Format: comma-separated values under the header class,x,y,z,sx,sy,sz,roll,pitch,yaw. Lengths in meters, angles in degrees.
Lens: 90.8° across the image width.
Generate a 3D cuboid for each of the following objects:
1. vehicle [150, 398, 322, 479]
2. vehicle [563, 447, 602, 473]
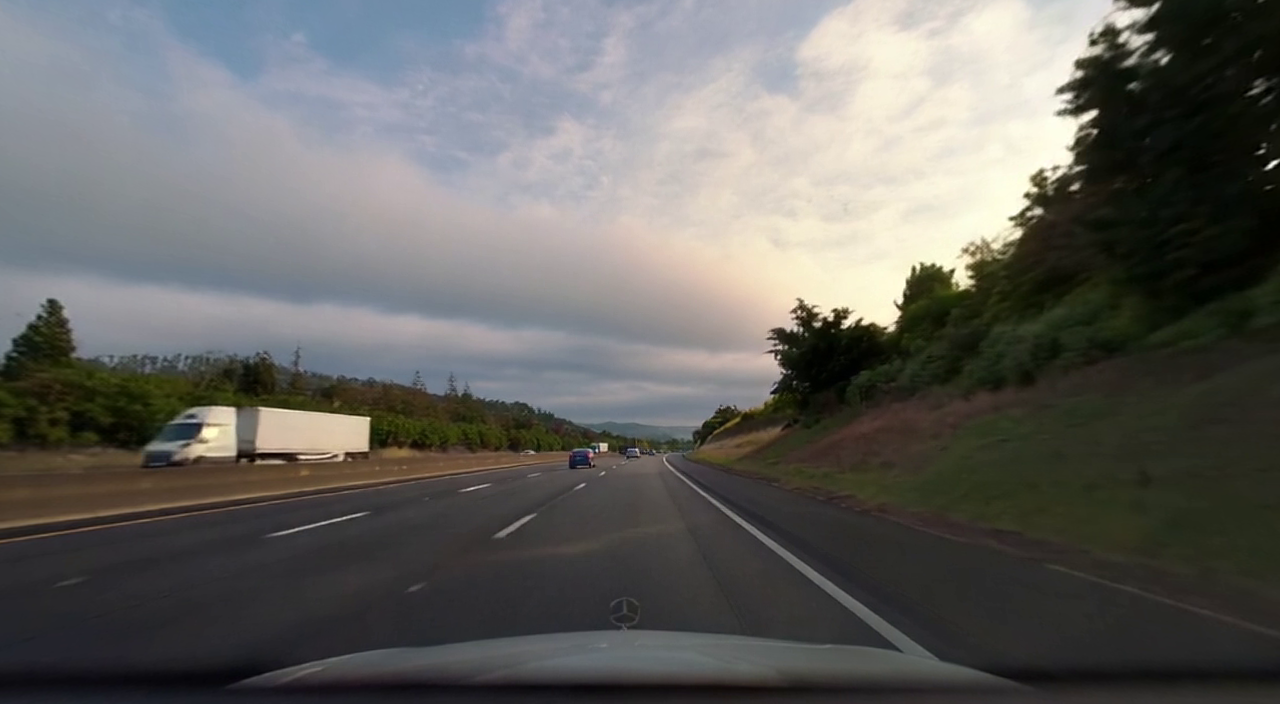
class,x,y,z,sx,sy,sz,roll,pitch,yaw
vehicle,-23.116,5.200,37.254,2.975,4.087,10.601,0,-9,1
vehicle,-3.342,6.359,37.377,1.858,1.459,4.091,0,-9,1
